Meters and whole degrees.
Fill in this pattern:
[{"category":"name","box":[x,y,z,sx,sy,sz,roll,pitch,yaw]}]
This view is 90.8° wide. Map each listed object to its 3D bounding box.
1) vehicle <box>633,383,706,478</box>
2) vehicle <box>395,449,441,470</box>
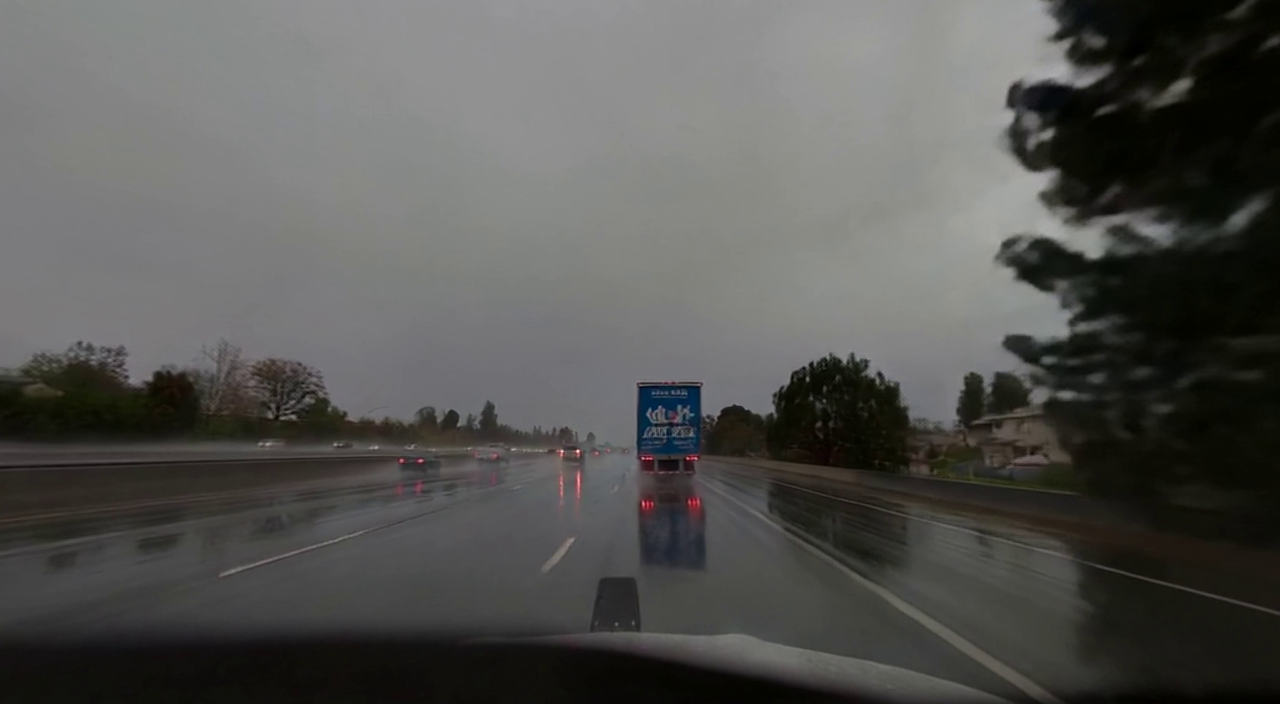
[{"category":"vehicle","box":[1.235,4.555,35.062,3.140,4.100,15.551,0,-9,0]},{"category":"vehicle","box":[-17.051,8.247,48.749,1.901,1.485,4.279,0,-9,1]}]
